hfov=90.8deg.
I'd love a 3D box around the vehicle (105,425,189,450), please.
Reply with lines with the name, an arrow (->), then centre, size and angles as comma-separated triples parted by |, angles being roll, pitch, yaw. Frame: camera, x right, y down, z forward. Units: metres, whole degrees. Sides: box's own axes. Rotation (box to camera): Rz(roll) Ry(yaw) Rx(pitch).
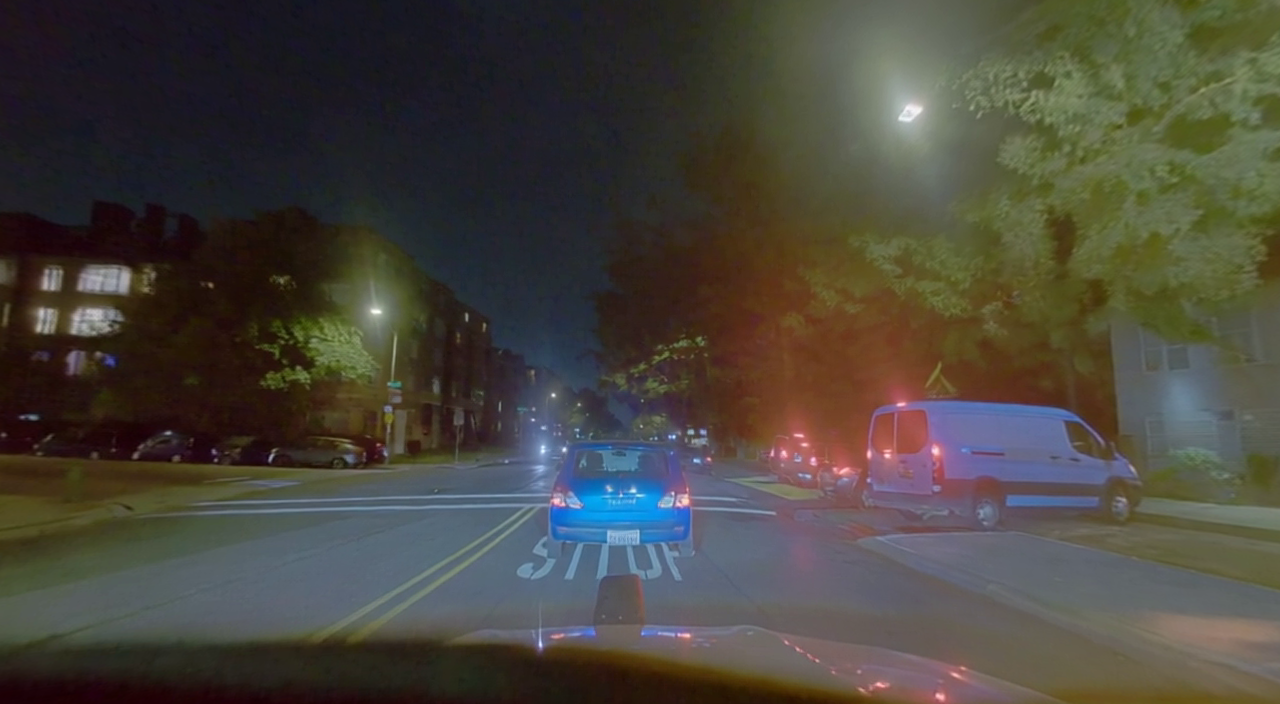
vehicle -> -31.830, 5.534, 40.852 | 3.915, 1.574, 1.850 | 0, -9, 3

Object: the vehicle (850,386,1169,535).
vehicle -> 6.642, 1.887, 11.331 | 5.385, 2.146, 2.143 | 4, -9, -26

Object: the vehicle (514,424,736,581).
vehicle -> -0.201, 1.744, 8.223 | 2.065, 1.450, 4.522 | 0, -9, -2

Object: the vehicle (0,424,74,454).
vehicle -> -31.842, 4.438, 32.097 | 4.168, 1.458, 1.904 | 0, -9, -2

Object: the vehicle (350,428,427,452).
vehicle -> -18.449, 6.496, 46.512 | 4.892, 1.679, 1.927 | 1, -9, -6
